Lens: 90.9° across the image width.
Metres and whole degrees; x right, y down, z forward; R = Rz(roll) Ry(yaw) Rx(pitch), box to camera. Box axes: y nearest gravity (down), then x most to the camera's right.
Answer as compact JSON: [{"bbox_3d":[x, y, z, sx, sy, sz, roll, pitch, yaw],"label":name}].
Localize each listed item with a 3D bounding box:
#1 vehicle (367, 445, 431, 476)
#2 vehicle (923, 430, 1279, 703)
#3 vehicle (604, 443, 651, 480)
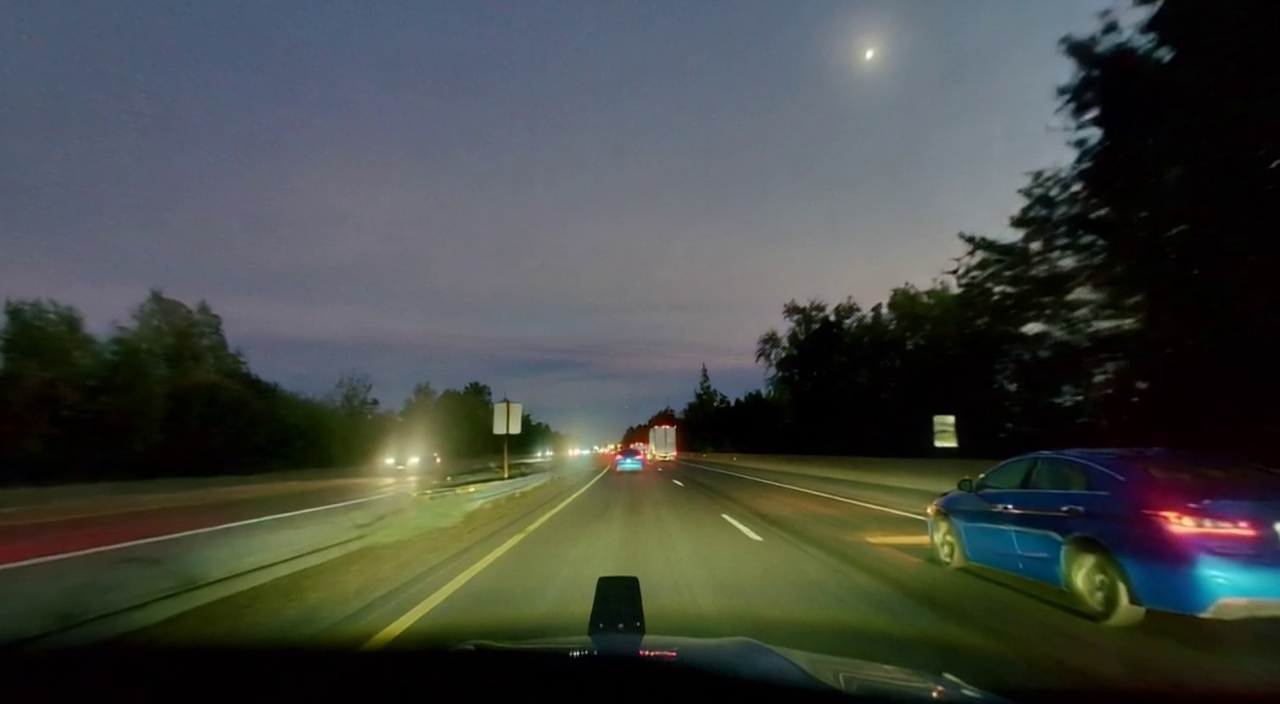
[{"bbox_3d":[-13.113,5.921,34.527,1.964,1.541,3.928,0,-9,-1],"label":"vehicle"},{"bbox_3d":[4.087,1.387,4.953,1.917,1.421,3.759,0,-9,-1],"label":"vehicle"},{"bbox_3d":[-0.634,5.457,31.503,2.190,1.706,4.062,0,-9,-1],"label":"vehicle"}]
